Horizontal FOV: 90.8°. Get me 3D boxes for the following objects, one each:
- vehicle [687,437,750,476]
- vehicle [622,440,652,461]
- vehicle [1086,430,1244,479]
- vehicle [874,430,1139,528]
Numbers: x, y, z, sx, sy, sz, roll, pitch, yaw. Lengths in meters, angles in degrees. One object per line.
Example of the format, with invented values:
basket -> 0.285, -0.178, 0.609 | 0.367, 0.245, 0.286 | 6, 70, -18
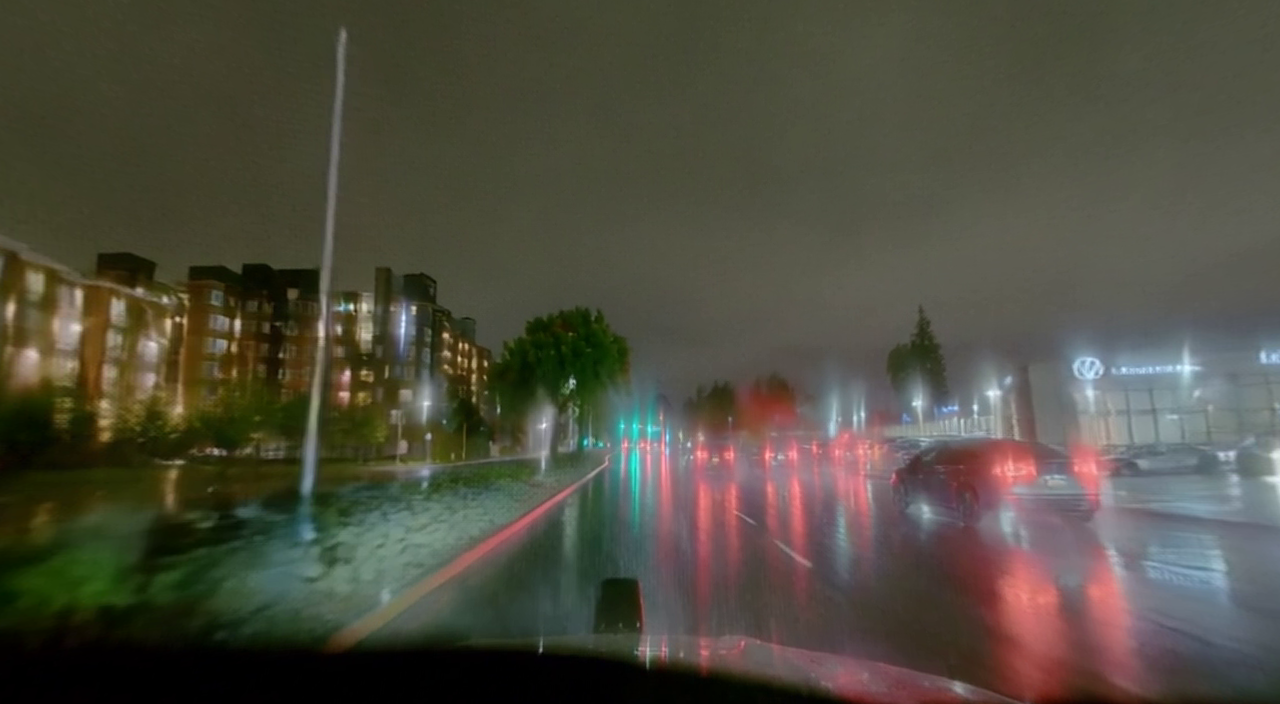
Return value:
vehicle -> 3.296, 4.472, 27.369 | 1.953, 1.514, 4.672 | 0, -8, -2
vehicle -> -0.277, 7.170, 46.070 | 2.095, 1.456, 3.873 | 0, -8, -1
vehicle -> 19.514, 3.815, 23.809 | 2.058, 1.646, 4.361 | 0, -8, -3
vehicle -> 6.683, 2.346, 12.343 | 2.098, 1.507, 4.655 | 0, -8, -5
